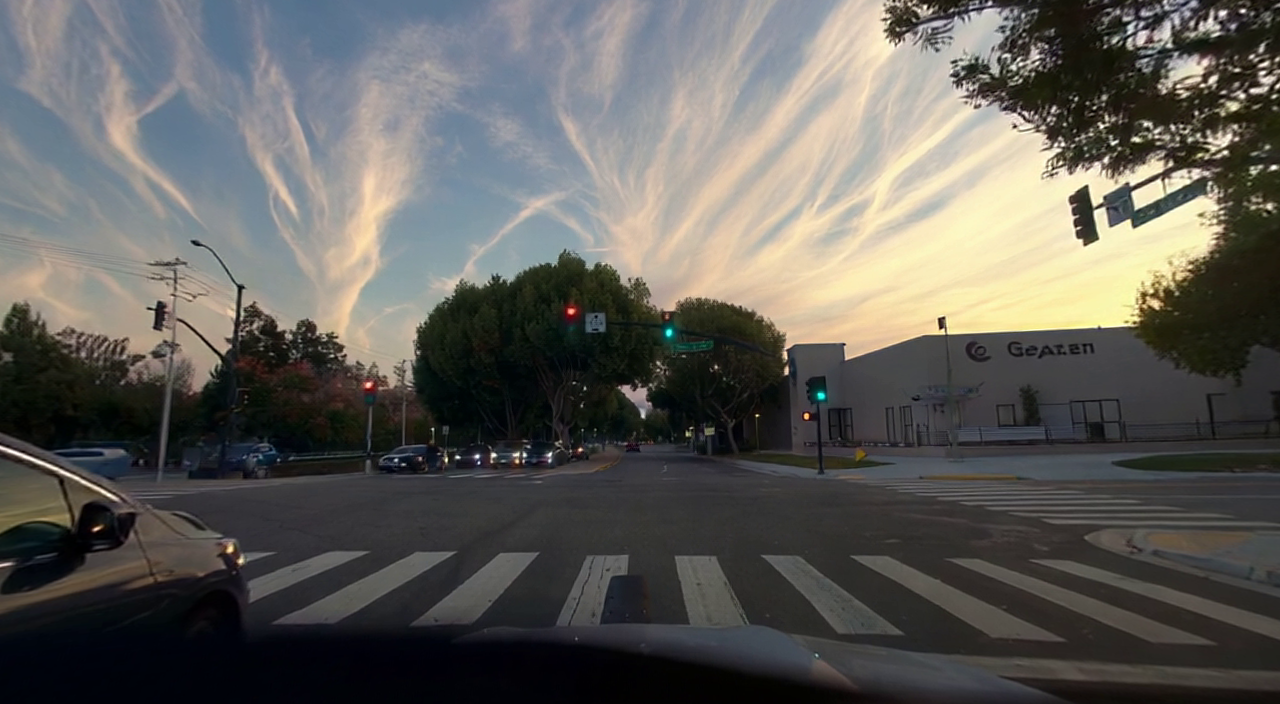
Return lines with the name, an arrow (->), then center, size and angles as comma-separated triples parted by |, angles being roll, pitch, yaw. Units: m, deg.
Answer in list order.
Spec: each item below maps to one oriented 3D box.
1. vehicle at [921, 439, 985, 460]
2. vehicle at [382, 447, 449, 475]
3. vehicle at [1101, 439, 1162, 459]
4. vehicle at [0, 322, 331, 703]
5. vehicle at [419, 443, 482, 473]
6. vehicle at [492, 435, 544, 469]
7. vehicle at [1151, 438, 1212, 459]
vehicle -> 21.502, 6.695, 43.346 | 3.576, 1.425, 1.702 | 2, -9, -12
vehicle -> -13.003, 6.329, 36.850 | 2.011, 1.480, 4.747 | 0, -8, 3
vehicle -> 38.494, 7.588, 49.484 | 1.837, 1.514, 4.786 | -2, -9, 13
vehicle -> -3.492, 0.841, 2.803 | 2.000, 1.789, 4.638 | 0, -8, -2
vehicle -> -10.633, 5.974, 35.700 | 2.041, 1.548, 4.868 | 0, -8, 0
vehicle -> -7.166, 5.915, 37.468 | 2.081, 1.818, 4.782 | 0, -8, 1
vehicle -> 41.098, 7.335, 47.919 | 1.767, 1.456, 4.191 | -4, -10, 15
